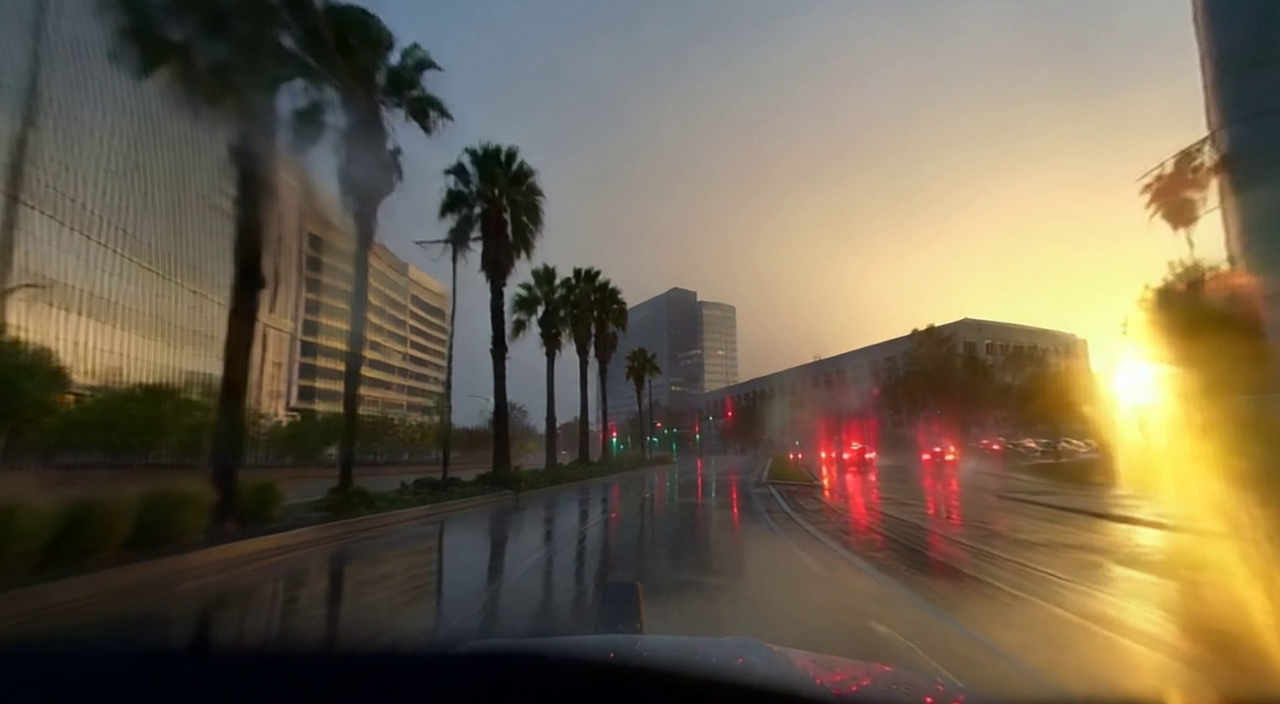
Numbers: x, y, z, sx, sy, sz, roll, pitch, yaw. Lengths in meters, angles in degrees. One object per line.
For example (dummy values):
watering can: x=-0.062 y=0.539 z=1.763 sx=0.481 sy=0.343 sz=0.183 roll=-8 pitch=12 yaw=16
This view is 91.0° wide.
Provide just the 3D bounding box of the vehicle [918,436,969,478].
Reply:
vehicle: x=17.666 y=6.128 z=36.771 sx=2.219 sy=2.342 sz=1.744 roll=-1 pitch=-10 yaw=13
